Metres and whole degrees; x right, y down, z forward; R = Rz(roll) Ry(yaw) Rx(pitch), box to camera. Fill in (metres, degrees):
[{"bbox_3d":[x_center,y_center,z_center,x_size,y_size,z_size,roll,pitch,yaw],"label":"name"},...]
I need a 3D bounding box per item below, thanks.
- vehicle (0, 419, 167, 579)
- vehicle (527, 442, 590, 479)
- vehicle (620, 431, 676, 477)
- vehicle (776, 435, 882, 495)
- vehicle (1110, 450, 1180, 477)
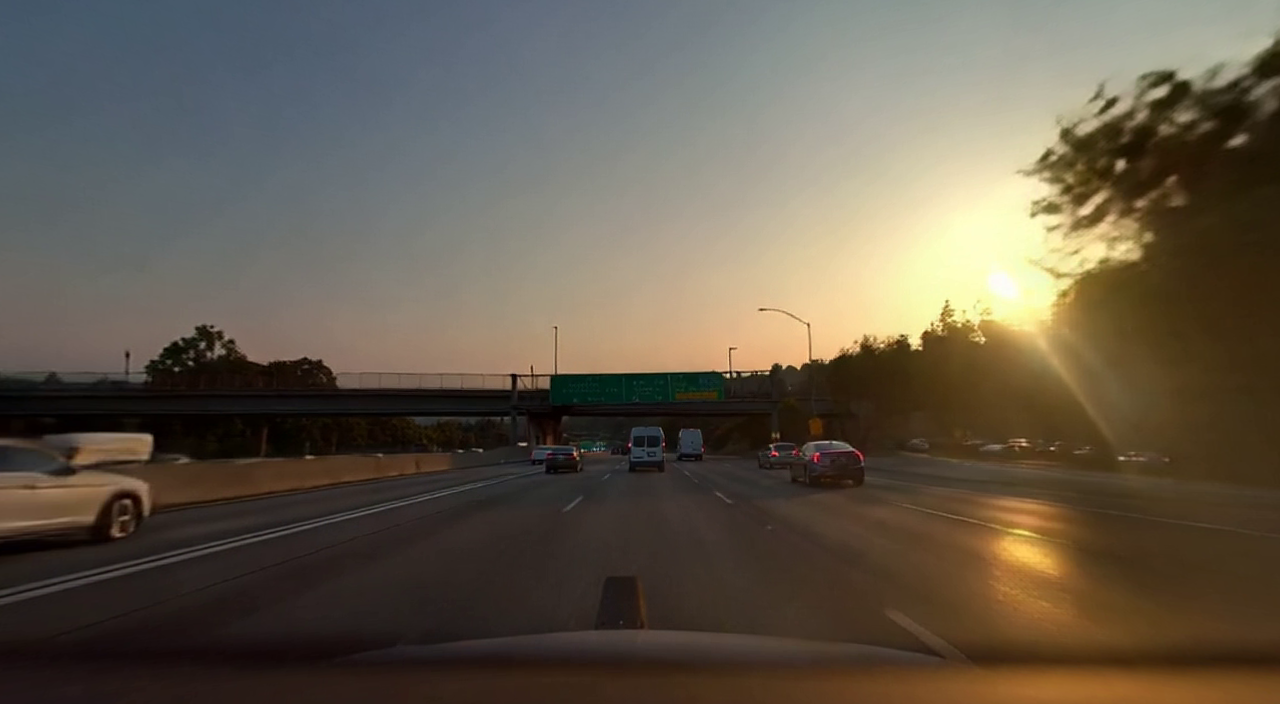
[{"bbox_3d":[-7.629,1.491,6.374,2.108,1.619,4.548,0,-9,0],"label":"vehicle"},{"bbox_3d":[-3.671,4.990,29.167,2.173,1.542,4.781,0,-9,1],"label":"vehicle"},{"bbox_3d":[0.377,4.919,30.539,2.509,2.062,4.639,0,-9,1],"label":"vehicle"},{"bbox_3d":[5.883,3.570,20.229,2.146,1.678,4.489,0,-9,2],"label":"vehicle"},{"bbox_3d":[35.305,7.756,44.194,2.039,1.718,4.674,-2,-9,15],"label":"vehicle"}]
